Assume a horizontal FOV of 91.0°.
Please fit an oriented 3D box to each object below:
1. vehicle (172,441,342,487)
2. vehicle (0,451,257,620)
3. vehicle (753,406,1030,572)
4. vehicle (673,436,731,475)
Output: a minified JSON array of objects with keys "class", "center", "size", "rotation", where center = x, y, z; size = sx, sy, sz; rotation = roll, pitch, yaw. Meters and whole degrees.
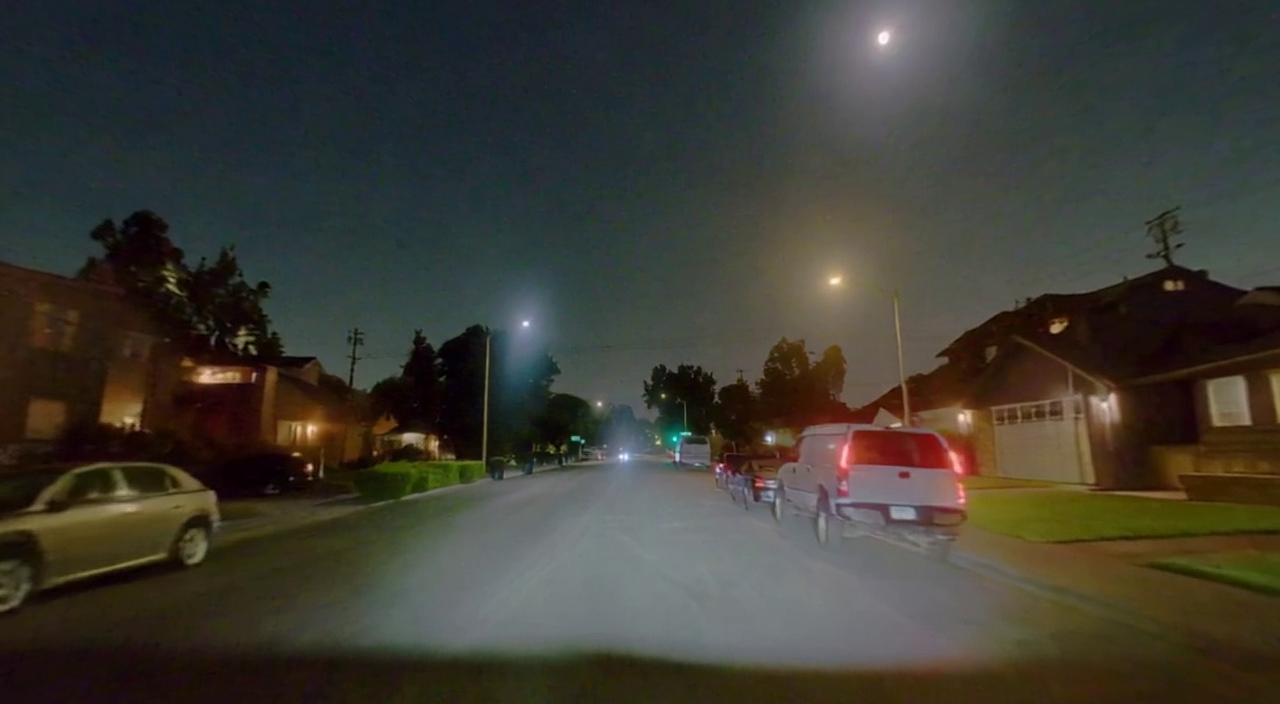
[{"class":"vehicle","center":[-13.545,3.964,22.493],"size":[4.700,1.549,2.000],"rotation":[0,-9,0]},{"class":"vehicle","center":[-6.716,1.891,6.941],"size":[2.071,1.481,4.425],"rotation":[0,-11,2]},{"class":"vehicle","center":[3.290,1.922,9.671],"size":[2.262,1.870,4.948],"rotation":[0,-9,1]},{"class":"vehicle","center":[3.744,6.472,39.570],"size":[2.952,2.216,7.033],"rotation":[0,-8,0]}]
